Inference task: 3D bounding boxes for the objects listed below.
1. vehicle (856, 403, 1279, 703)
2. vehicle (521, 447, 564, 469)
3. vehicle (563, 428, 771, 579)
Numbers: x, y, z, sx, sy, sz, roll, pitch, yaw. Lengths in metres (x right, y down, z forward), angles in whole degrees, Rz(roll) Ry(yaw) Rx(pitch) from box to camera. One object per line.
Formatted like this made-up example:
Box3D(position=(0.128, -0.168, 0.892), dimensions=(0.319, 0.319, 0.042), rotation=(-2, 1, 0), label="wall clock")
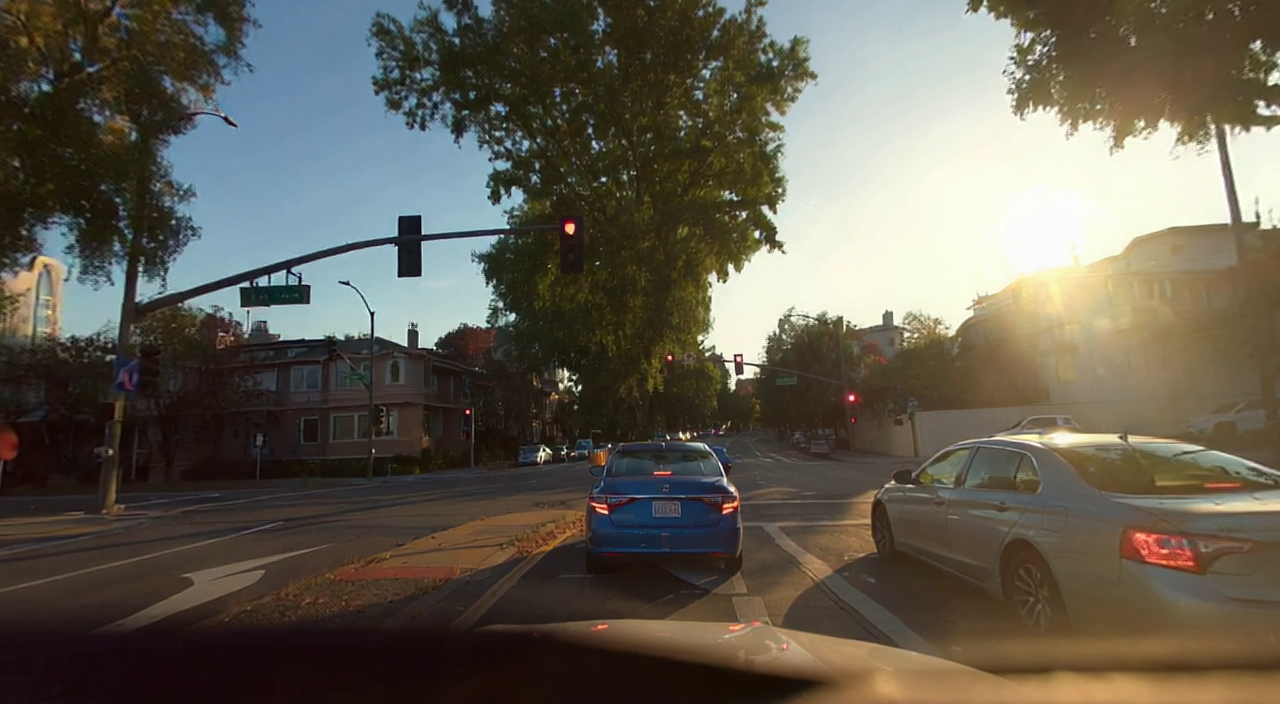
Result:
Box3D(position=(3.658, 1.340, 5.441), dimensions=(1.888, 1.486, 4.681), rotation=(0, -9, -1), label="vehicle")
Box3D(position=(-6.921, 7.583, 45.302), dimensions=(2.093, 1.476, 4.278), rotation=(-1, -9, 4), label="vehicle")
Box3D(position=(0.305, 1.819, 8.319), dimensions=(2.090, 1.505, 3.756), rotation=(-1, -9, 1), label="vehicle")
